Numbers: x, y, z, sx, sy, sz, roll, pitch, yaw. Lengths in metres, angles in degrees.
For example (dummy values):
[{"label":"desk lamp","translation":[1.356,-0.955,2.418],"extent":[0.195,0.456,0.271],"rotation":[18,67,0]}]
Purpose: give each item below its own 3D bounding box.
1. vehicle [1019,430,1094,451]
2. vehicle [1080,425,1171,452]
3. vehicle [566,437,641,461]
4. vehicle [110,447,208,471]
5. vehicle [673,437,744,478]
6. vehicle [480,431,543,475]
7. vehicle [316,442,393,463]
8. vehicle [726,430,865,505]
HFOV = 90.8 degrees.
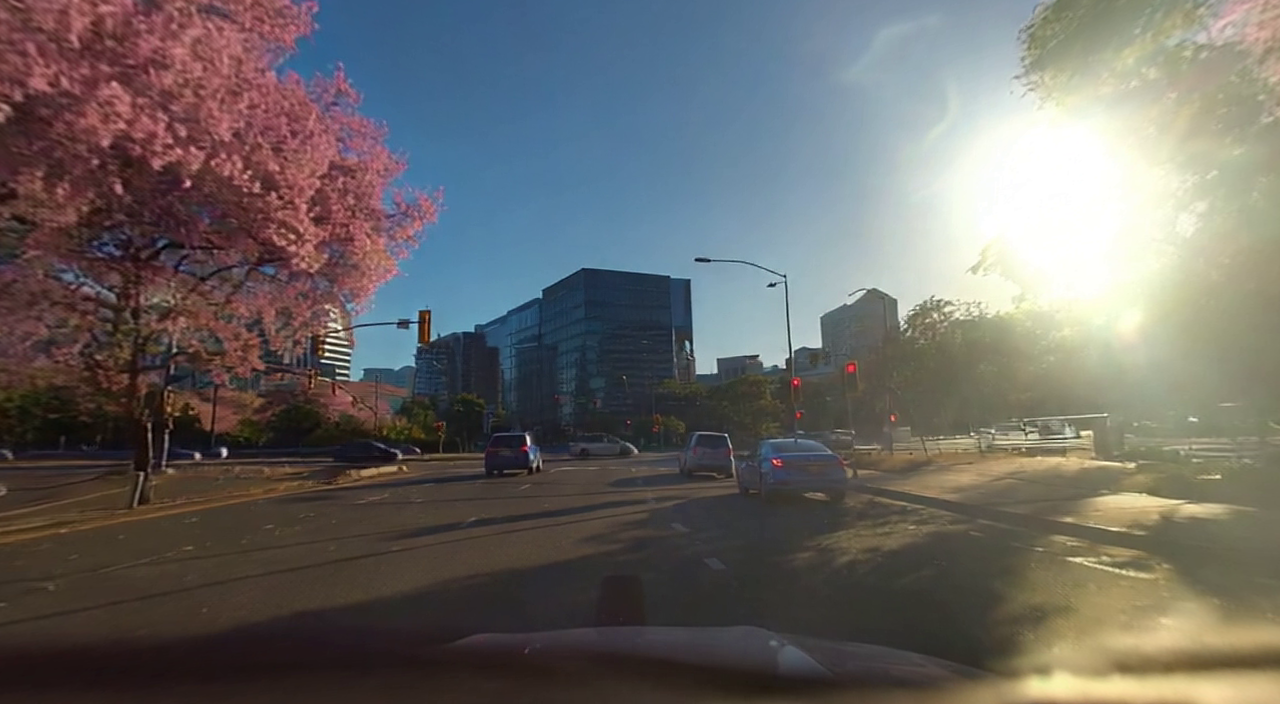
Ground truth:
[{"label":"vehicle","translation":[29.521,6.297,44.868],"extent":[4.097,1.436,1.739],"rotation":[0,-8,-3]},{"label":"vehicle","translation":[31.629,5.650,41.230],"extent":[4.520,1.640,1.825],"rotation":[0,-9,-4]},{"label":"vehicle","translation":[-2.418,6.454,42.101],"extent":[4.829,1.470,1.874],"rotation":[0,-8,-4]},{"label":"vehicle","translation":[-30.474,6.778,40.124],"extent":[4.526,1.452,1.920],"rotation":[0,-8,-4]},{"label":"vehicle","translation":[2.549,4.085,24.707],"extent":[2.007,1.466,4.291],"rotation":[0,-8,-4]},{"label":"vehicle","translation":[-5.361,4.278,26.964],"extent":[1.995,1.703,4.367],"rotation":[0,-8,-3]},{"label":"vehicle","translation":[-19.937,7.021,44.256],"extent":[4.549,1.439,1.794],"rotation":[0,-9,-4]},{"label":"vehicle","translation":[3.546,2.730,15.366],"extent":[2.019,1.518,4.285],"rotation":[0,-9,-4]}]
